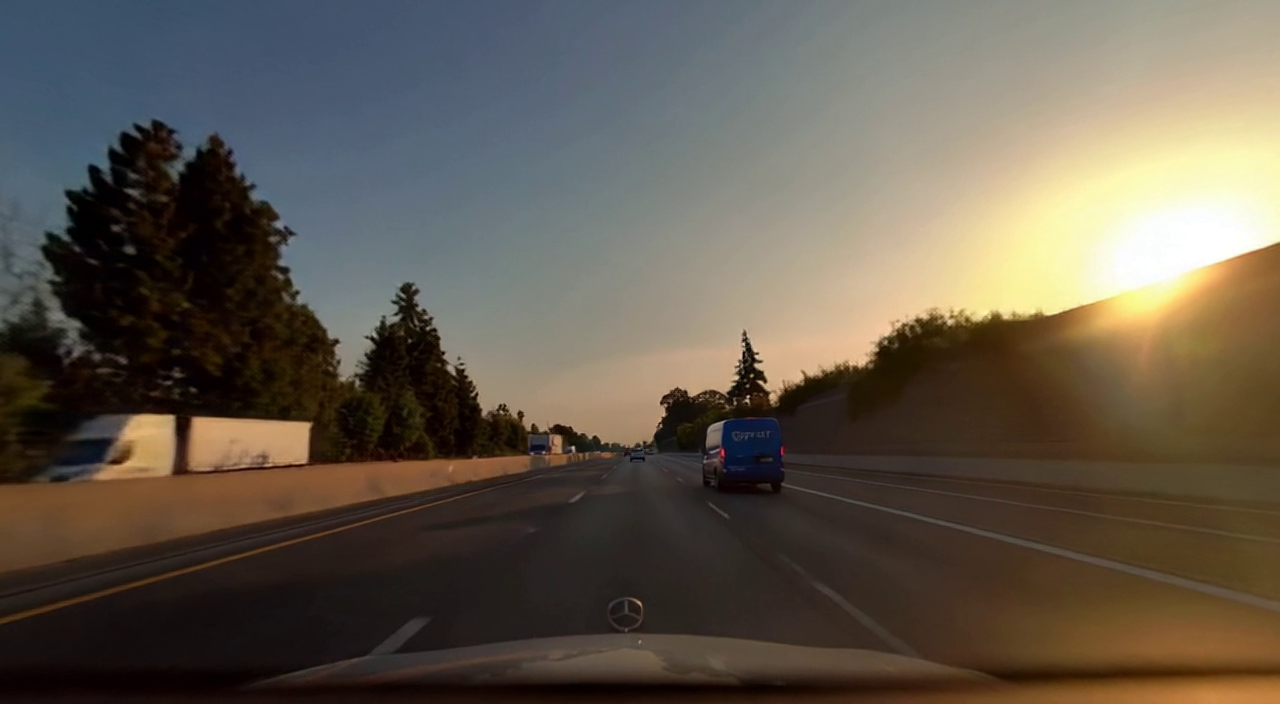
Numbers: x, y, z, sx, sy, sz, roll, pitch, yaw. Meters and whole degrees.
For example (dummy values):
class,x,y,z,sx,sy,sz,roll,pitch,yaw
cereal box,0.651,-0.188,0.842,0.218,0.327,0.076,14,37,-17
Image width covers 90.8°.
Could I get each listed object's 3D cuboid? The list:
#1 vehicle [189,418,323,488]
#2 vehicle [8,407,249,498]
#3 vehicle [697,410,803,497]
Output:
class,x,y,z,sx,sy,sz,roll,pitch,yaw
vehicle,-24.155,6.441,40.461,3.116,3.980,8.474,0,-9,0
vehicle,-24.100,4.929,30.997,2.946,3.683,10.509,0,-9,0
vehicle,3.533,3.471,21.697,2.373,2.561,5.922,0,-9,-2
